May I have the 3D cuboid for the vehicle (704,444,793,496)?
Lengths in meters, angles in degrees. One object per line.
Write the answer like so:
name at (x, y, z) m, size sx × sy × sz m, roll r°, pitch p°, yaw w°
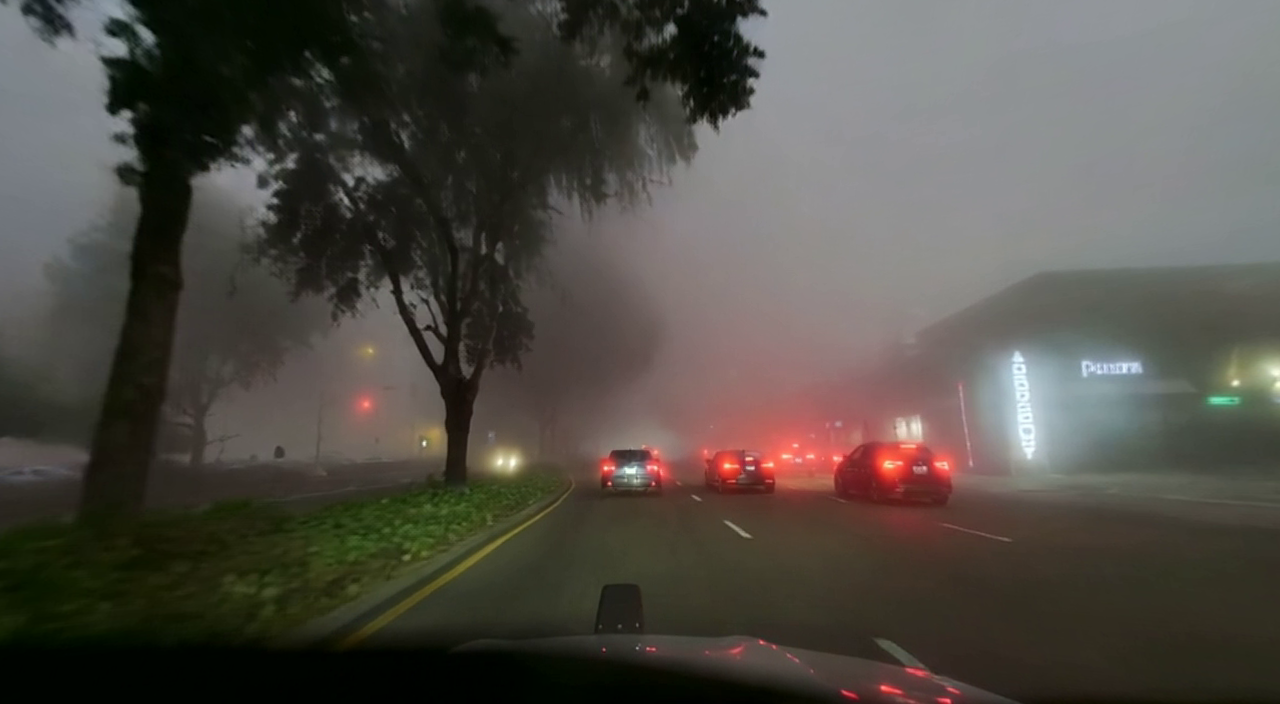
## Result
vehicle at (3.362, 3.742, 20.378) m, size 1.993 × 1.477 × 4.240 m, roll 0°, pitch -9°, yaw -2°

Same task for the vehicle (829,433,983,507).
vehicle at (7.035, 3.180, 17.426) m, size 2.052 × 1.708 × 4.842 m, roll 0°, pitch -9°, yaw -1°

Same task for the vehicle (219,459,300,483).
vehicle at (-28.005, 8.770, 46.585) m, size 4.640 × 1.640 × 2.026 m, roll -1°, pitch -9°, yaw 1°

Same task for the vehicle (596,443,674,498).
vehicle at (-0.225, 3.554, 19.271) m, size 2.101 × 1.444 × 4.248 m, roll 0°, pitch -9°, yaw -2°

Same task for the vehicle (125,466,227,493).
vehicle at (-28.200, 7.770, 38.468) m, size 4.693 × 1.499 × 1.838 m, roll 0°, pitch -9°, yaw 0°

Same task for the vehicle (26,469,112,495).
vehicle at (-41.097, 9.329, 45.624) m, size 1.864 × 1.585 × 4.629 m, roll -1°, pitch -9°, yaw -1°
